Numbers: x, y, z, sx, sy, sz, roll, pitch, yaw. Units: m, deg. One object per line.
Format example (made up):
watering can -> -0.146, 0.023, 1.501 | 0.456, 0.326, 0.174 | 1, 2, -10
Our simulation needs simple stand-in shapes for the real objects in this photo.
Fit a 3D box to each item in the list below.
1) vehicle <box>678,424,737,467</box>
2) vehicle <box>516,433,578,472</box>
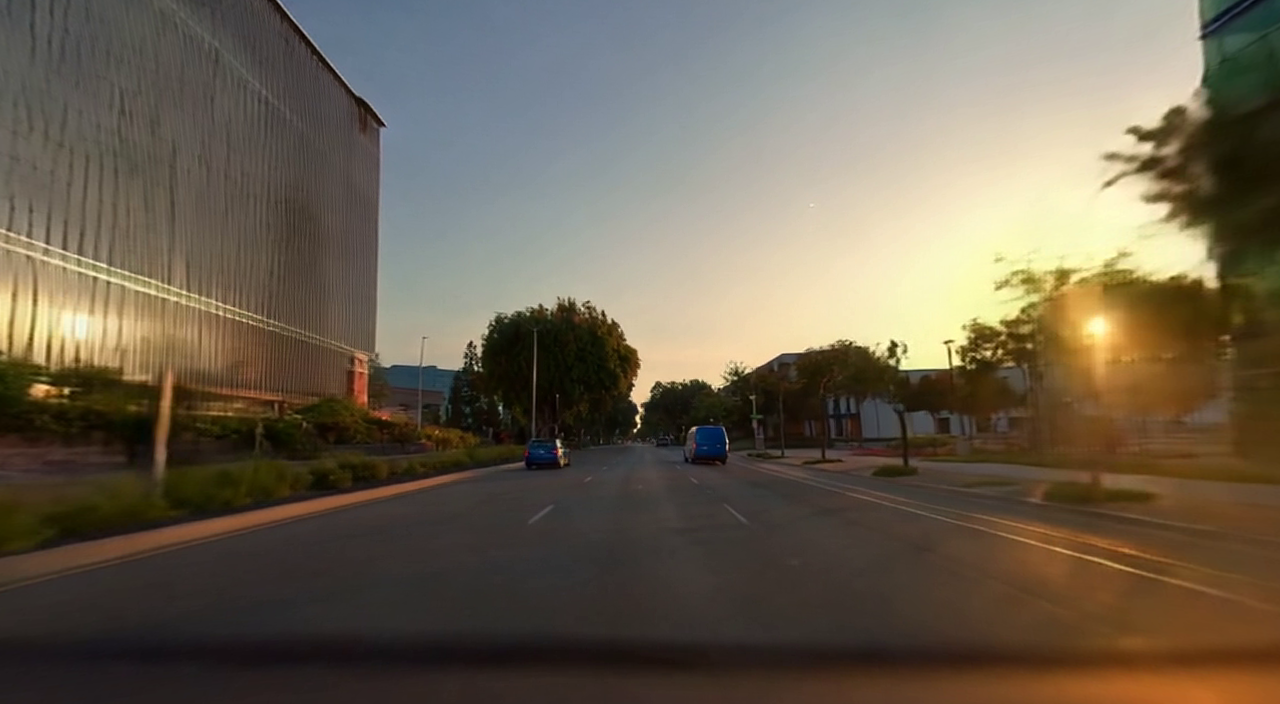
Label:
vehicle -> 3.130, 4.501, 30.485 | 2.200, 1.914, 5.145 | 0, -8, -1
vehicle -> -3.754, 4.131, 26.058 | 1.864, 1.464, 4.195 | 0, -8, 1
